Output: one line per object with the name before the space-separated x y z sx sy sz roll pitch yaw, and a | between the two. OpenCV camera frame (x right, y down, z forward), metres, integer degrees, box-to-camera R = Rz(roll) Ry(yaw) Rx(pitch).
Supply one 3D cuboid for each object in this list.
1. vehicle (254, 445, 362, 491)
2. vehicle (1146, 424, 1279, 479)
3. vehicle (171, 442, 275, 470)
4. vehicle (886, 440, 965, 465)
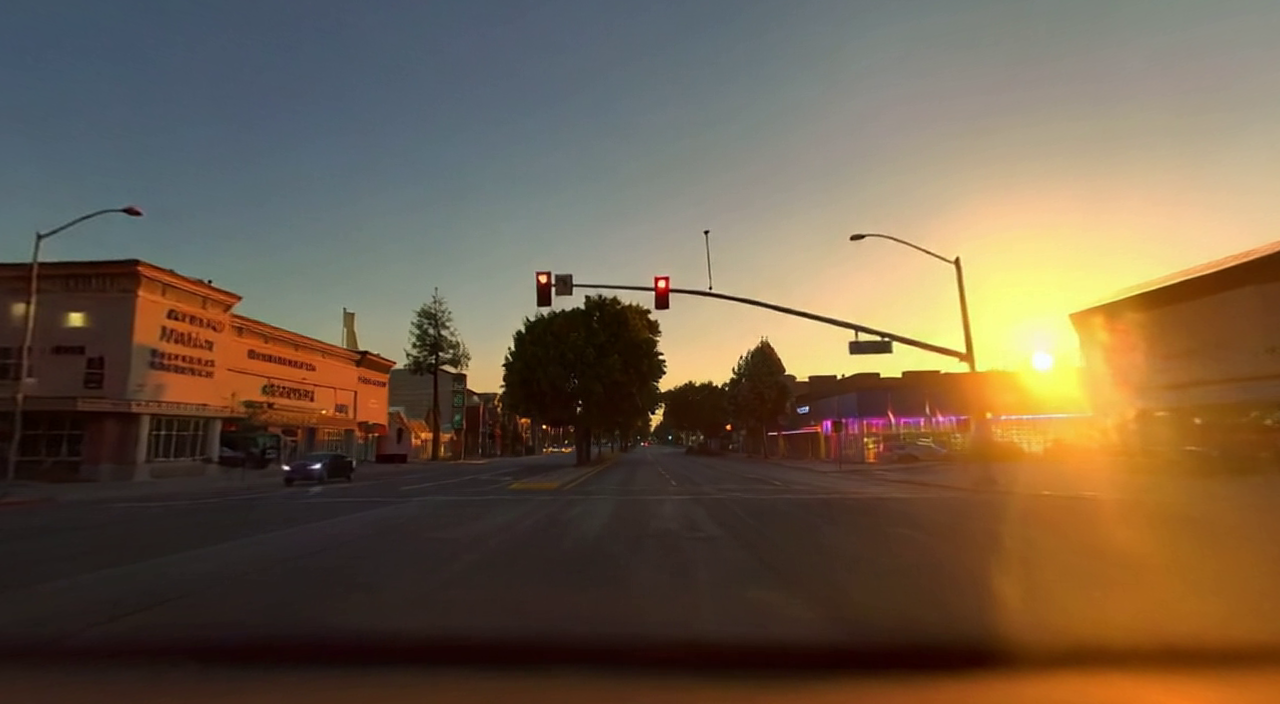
vehicle | -12.955 4.524 25.032 1.892 1.639 4.311 0 -8 0
vehicle | 20.879 3.321 21.234 5.587 1.689 2.605 0 -9 -3
vehicle | -29.887 7.465 45.452 5.712 1.863 2.422 0 -8 0
vehicle | 19.775 6.968 43.928 4.468 1.635 2.017 0 -8 -3
